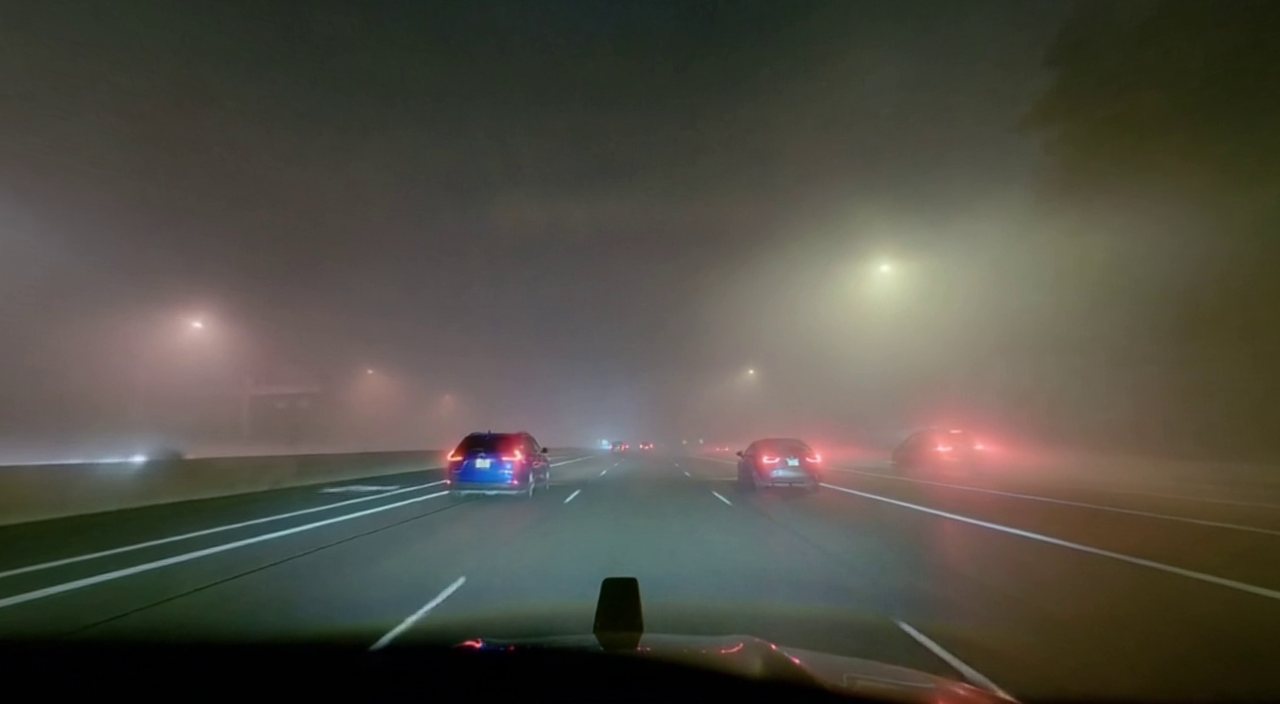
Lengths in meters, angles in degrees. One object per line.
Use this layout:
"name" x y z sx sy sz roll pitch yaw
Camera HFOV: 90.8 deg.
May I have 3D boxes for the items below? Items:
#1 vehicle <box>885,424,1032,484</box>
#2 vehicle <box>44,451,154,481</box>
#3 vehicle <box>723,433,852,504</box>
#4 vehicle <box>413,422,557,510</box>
"vehicle" 11.171 3.637 22.801 2.223 1.865 5.704 0 -8 -1
"vehicle" -30.465 6.403 35.792 1.868 1.496 4.875 0 -8 0
"vehicle" 3.603 2.944 16.497 2.107 1.550 4.949 0 -8 -1
"vehicle" -3.407 2.613 14.928 2.193 1.746 4.512 0 -8 1
